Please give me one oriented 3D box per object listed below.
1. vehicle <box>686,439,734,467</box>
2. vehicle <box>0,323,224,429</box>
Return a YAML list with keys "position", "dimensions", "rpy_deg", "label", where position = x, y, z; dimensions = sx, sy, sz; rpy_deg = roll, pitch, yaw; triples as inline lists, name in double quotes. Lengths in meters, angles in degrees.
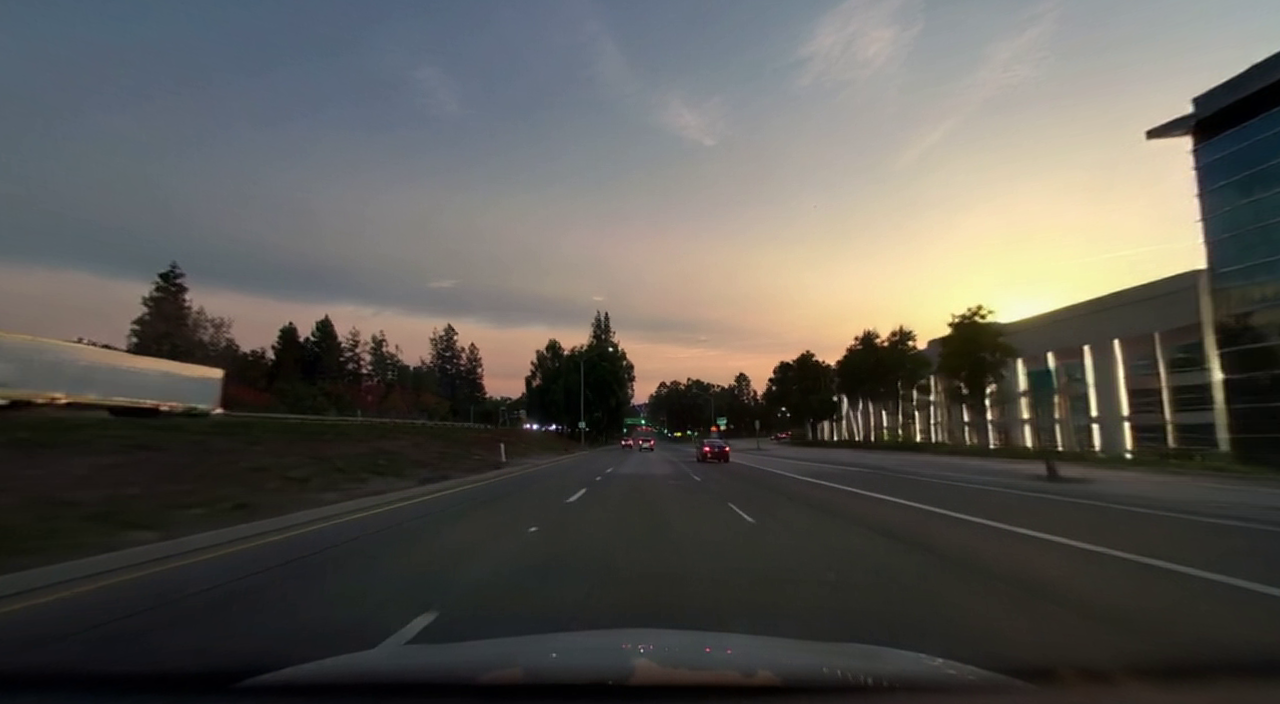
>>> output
- position: [3.807, 5.601, 35.018]
  dimensions: [2.069, 1.431, 4.313]
  rpy_deg: [0, -8, -1]
  label: "vehicle"
- position: [-27.557, 1.818, 32.462]
  dimensions: [3.138, 3.880, 14.498]
  rpy_deg: [0, -8, -3]
  label: "vehicle"
